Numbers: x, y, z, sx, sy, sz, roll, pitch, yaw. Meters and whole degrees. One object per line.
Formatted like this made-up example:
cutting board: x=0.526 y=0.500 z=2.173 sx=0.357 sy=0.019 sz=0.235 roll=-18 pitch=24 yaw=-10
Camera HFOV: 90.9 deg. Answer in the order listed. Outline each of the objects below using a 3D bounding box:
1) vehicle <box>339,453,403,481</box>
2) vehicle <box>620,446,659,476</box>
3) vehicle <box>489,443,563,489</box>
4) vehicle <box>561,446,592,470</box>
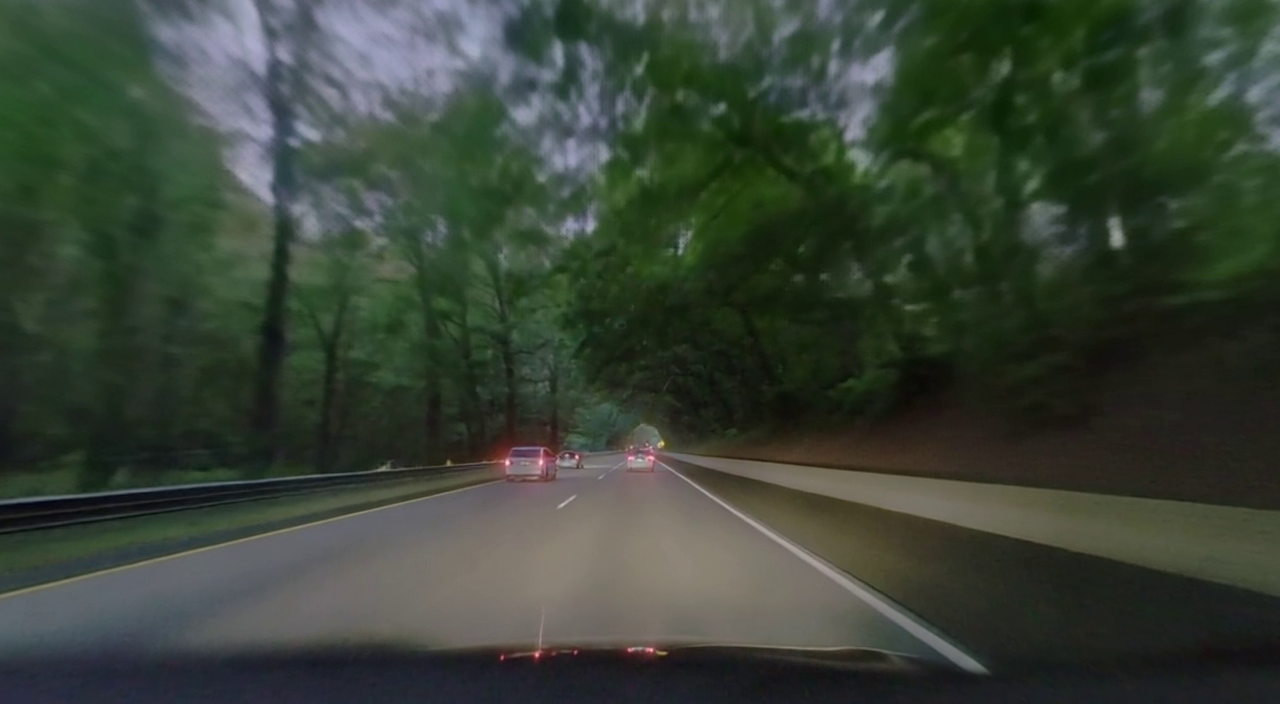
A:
vehicle: x=-16.027 y=6.870 z=37.803 sx=1.811 sy=1.537 sz=4.569 roll=0 pitch=-9 yaw=0
vehicle: x=-0.052 y=5.886 z=34.092 sx=2.001 sy=1.490 sz=3.914 roll=0 pitch=-9 yaw=0
vehicle: x=-4.093 y=4.172 z=23.270 sx=1.978 sy=1.538 sz=3.755 roll=0 pitch=-9 yaw=1
vehicle: x=-4.509 y=7.604 z=45.381 sx=1.834 sy=1.615 sz=3.624 roll=0 pitch=-9 yaw=0
